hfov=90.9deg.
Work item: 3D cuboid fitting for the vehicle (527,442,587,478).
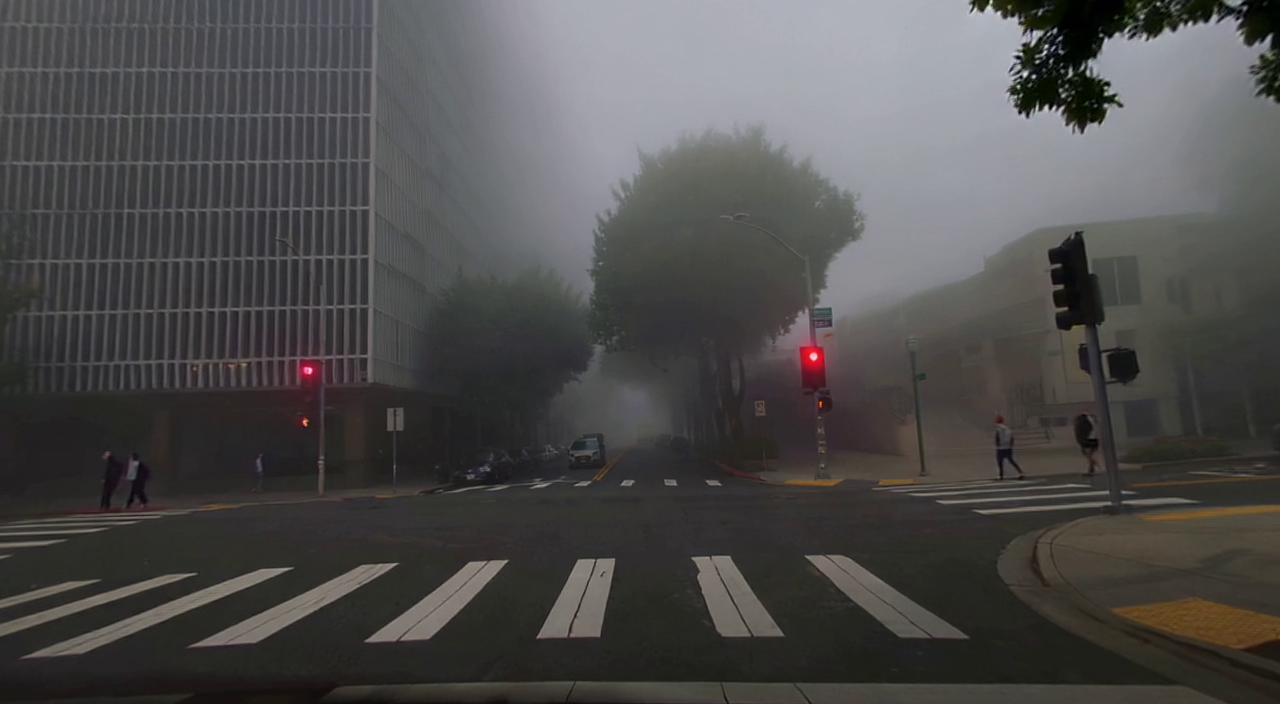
[{"bbox_3d":[-3.667,4.830,28.568,1.989,1.481,4.500,0,-8,1],"label":"vehicle"}]

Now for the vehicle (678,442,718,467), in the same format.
[{"bbox_3d":[3.532,6.280,38.868,1.853,1.426,4.160,1,-8,-3],"label":"vehicle"}]

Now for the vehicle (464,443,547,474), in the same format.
[{"bbox_3d":[-8.034,6.367,38.004,4.526,1.726,1.963,8,-12,-44],"label":"vehicle"}]
